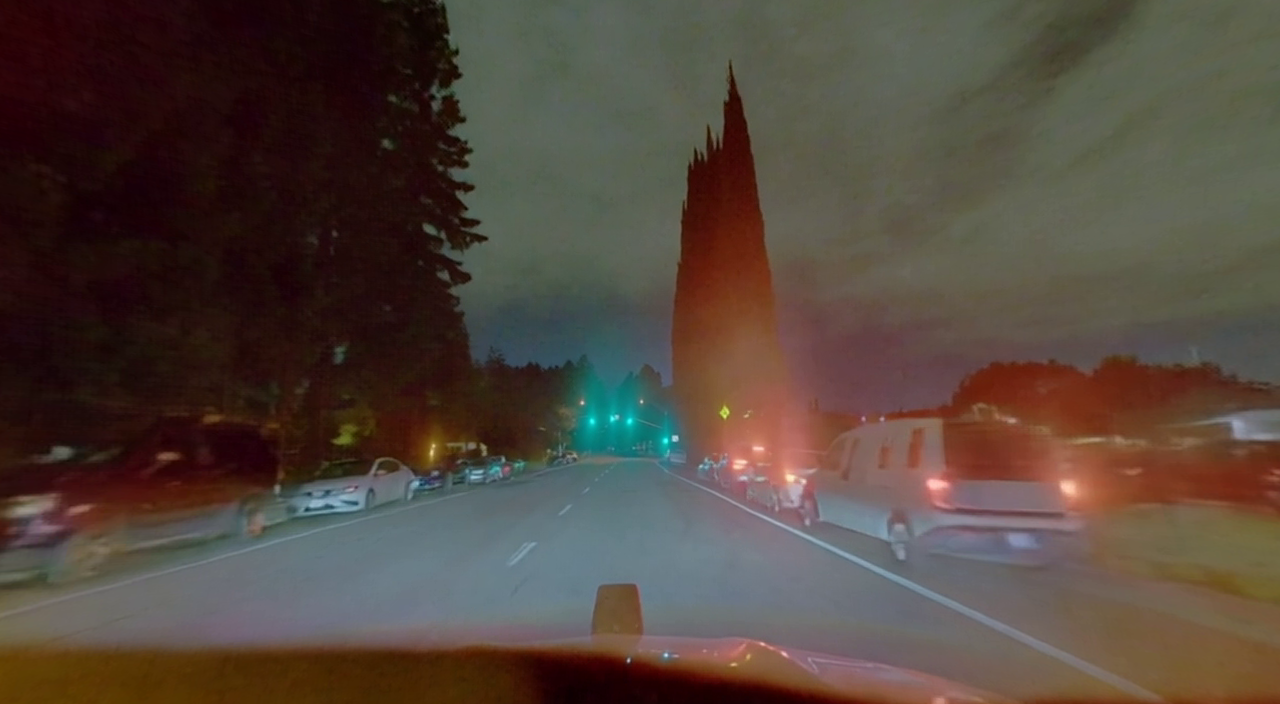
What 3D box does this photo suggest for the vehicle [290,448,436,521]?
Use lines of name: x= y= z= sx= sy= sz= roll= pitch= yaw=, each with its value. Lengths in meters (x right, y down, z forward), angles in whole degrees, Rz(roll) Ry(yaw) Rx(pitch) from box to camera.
vehicle: x=-7.454 y=3.550 z=17.627 sx=2.113 sy=1.486 sz=4.774 roll=-2 pitch=-7 yaw=-2

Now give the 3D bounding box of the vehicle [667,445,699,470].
vehicle: x=3.338 y=8.252 z=49.696 sx=2.034 sy=1.906 sz=4.653 roll=0 pitch=-8 yaw=-2

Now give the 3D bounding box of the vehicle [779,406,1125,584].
vehicle: x=3.925 y=1.922 z=9.552 sx=2.255 sy=1.863 sz=5.629 roll=0 pitch=-8 yaw=-1

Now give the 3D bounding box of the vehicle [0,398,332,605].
vehicle: x=-7.260 y=2.001 z=9.867 sx=2.382 sy=2.223 sz=5.472 roll=-3 pitch=-6 yaw=-3
